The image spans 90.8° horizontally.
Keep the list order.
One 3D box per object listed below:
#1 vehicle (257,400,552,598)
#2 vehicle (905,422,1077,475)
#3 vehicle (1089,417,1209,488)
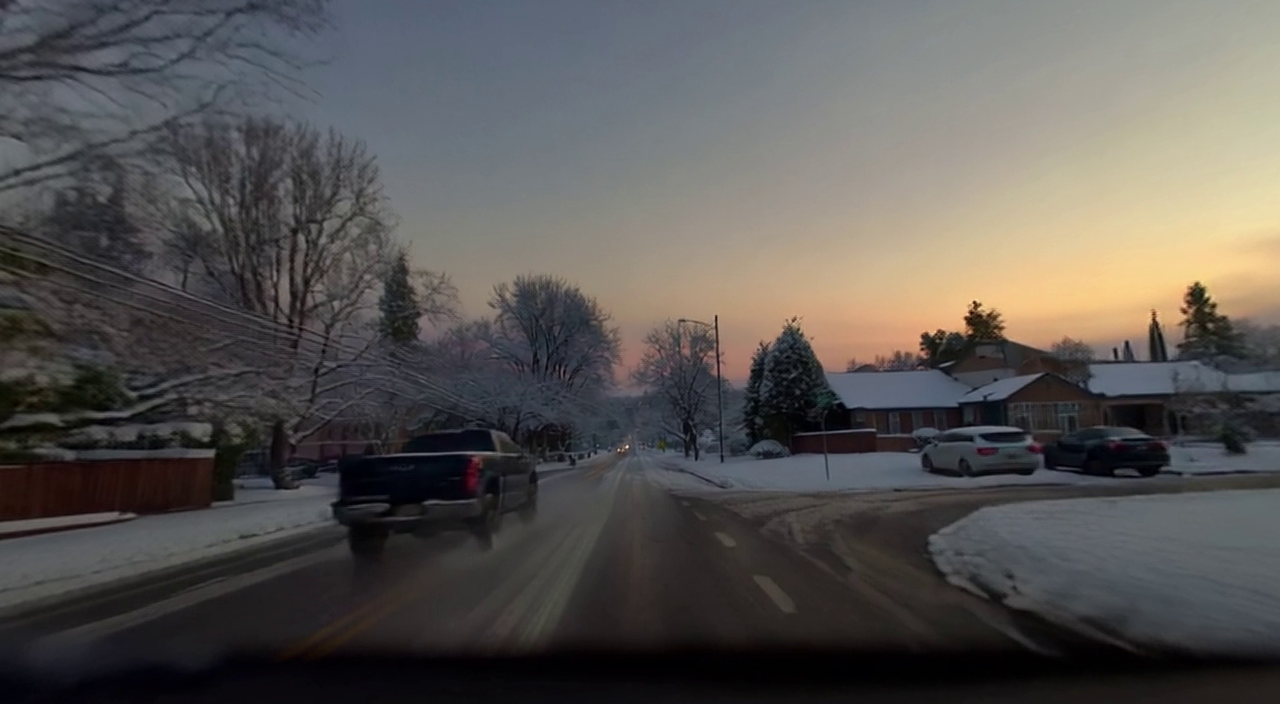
[{"bbox_3d":[-2.777,1.863,8.955,2.210,2.023,4.663,0,-9,2],"label":"vehicle"},{"bbox_3d":[9.434,2.678,17.543,1.922,1.263,4.664,1,-9,-3],"label":"vehicle"},{"bbox_3d":[13.862,2.750,17.480,1.860,1.697,4.292,-5,-10,30],"label":"vehicle"}]
